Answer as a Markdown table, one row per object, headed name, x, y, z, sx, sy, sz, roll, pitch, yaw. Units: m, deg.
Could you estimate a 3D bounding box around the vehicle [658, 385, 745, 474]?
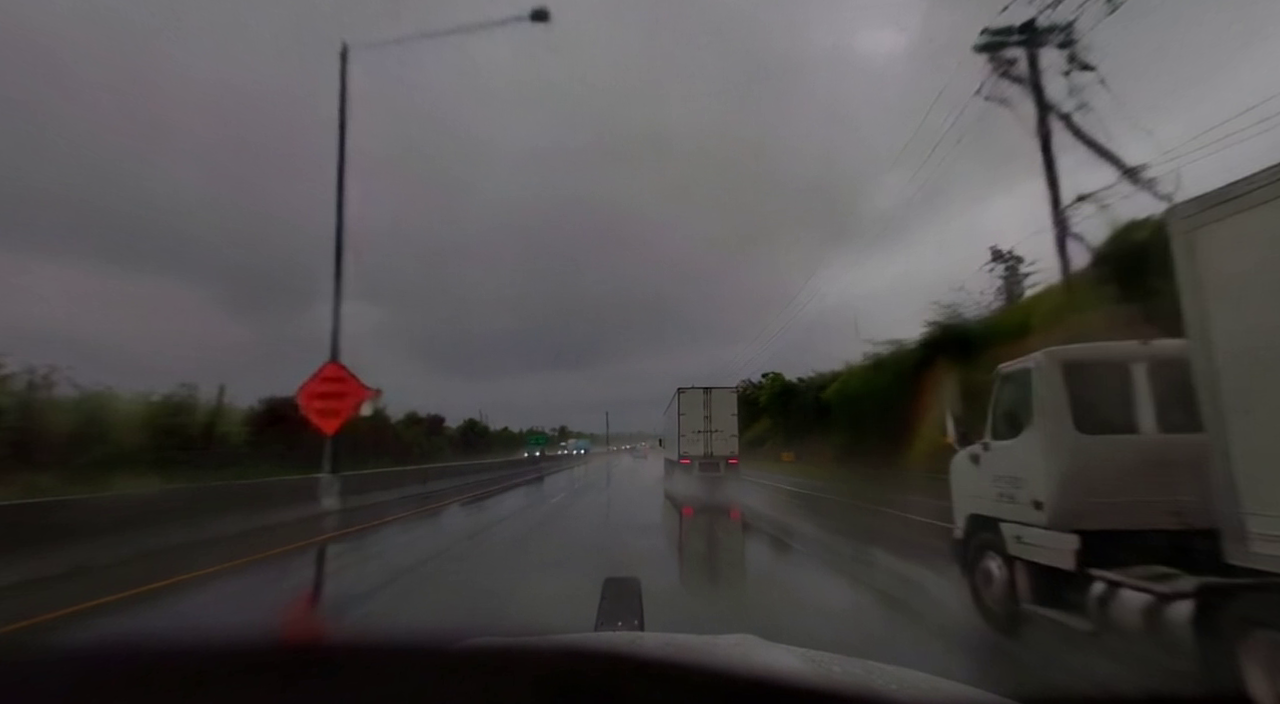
| name | x | y | z | sx | sy | sz | roll | pitch | yaw |
| --- | --- | --- | --- | --- | --- | --- | --- | --- | --- |
| vehicle | 3.058 | 4.877 | 37.389 | 3.202 | 4.046 | 17.146 | 0 | -9 | -1 |
